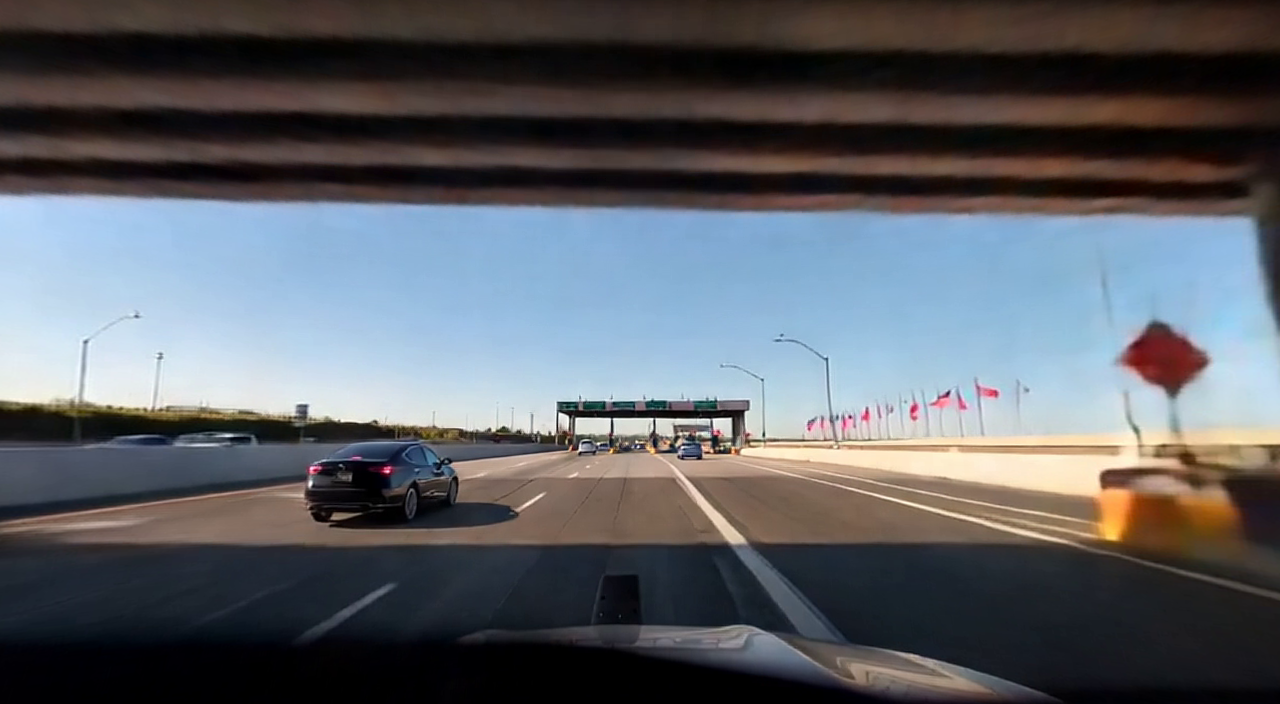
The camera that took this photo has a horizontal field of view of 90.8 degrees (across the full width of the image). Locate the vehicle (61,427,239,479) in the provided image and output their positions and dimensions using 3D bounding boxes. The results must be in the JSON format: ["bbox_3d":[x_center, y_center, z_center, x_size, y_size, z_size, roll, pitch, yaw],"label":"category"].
[{"bbox_3d":[-21.327,4.390,27.759,2.303,2.005,5.709,-8,-11,42],"label":"vehicle"}]

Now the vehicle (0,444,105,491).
[{"bbox_3d":[-21.007,3.757,20.692,1.966,1.470,4.933,-7,-11,39],"label":"vehicle"}]

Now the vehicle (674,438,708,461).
[{"bbox_3d":[3.854,7.506,48.822,2.072,1.639,4.919,0,-8,-1],"label":"vehicle"}]

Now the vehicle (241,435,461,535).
[{"bbox_3d":[-4.951,2.309,11.656,1.981,1.465,4.334,0,-8,0],"label":"vehicle"}]
